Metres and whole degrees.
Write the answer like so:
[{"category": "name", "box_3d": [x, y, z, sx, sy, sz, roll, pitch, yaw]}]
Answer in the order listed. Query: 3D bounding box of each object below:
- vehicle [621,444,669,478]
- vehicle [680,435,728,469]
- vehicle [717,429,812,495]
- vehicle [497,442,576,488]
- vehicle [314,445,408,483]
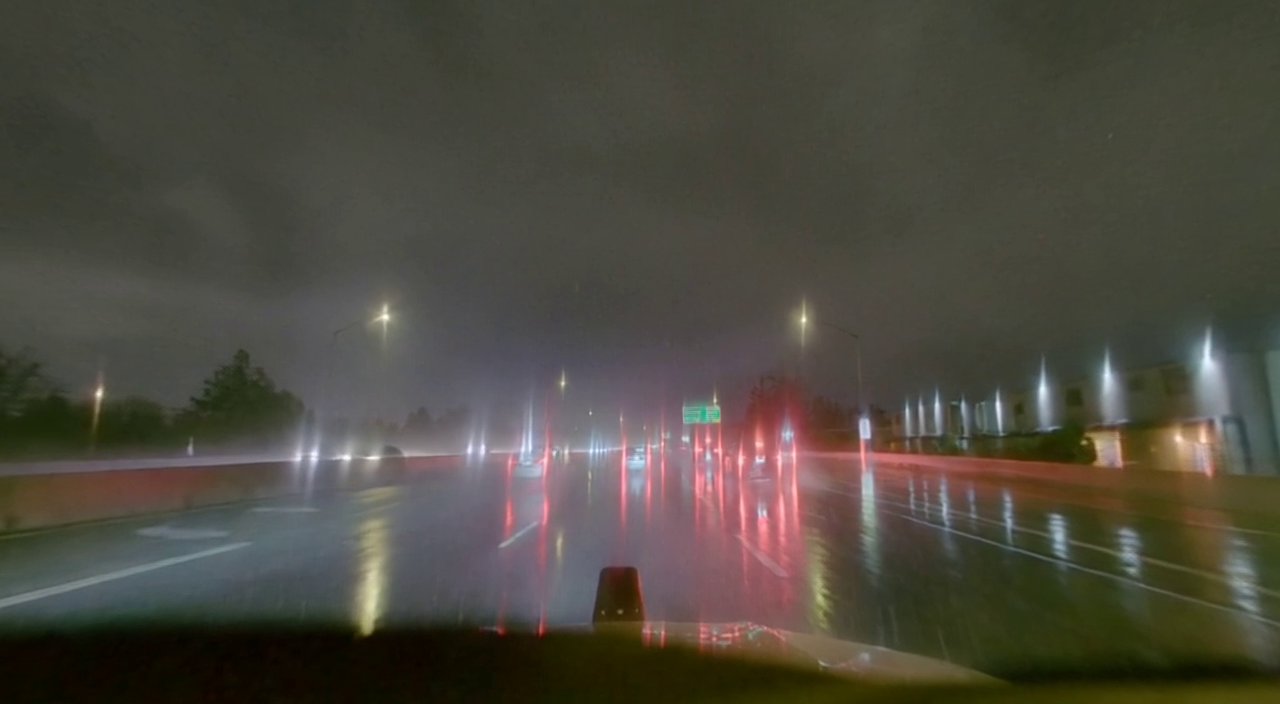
[{"category": "vehicle", "box_3d": [0.261, 5.078, 29.496, 2.071, 1.478, 4.130, 0, -9, 1]}, {"category": "vehicle", "box_3d": [4.381, 7.028, 44.389, 2.802, 2.151, 6.579, 0, -9, 1]}, {"category": "vehicle", "box_3d": [3.653, 3.328, 19.269, 2.045, 1.768, 4.249, 0, -9, 0]}, {"category": "vehicle", "box_3d": [-3.678, 4.109, 23.220, 1.996, 1.488, 4.451, 0, -9, 2]}, {"category": "vehicle", "box_3d": [-12.396, 4.994, 28.363, 2.042, 1.526, 4.580, 0, -9, 2]}]
